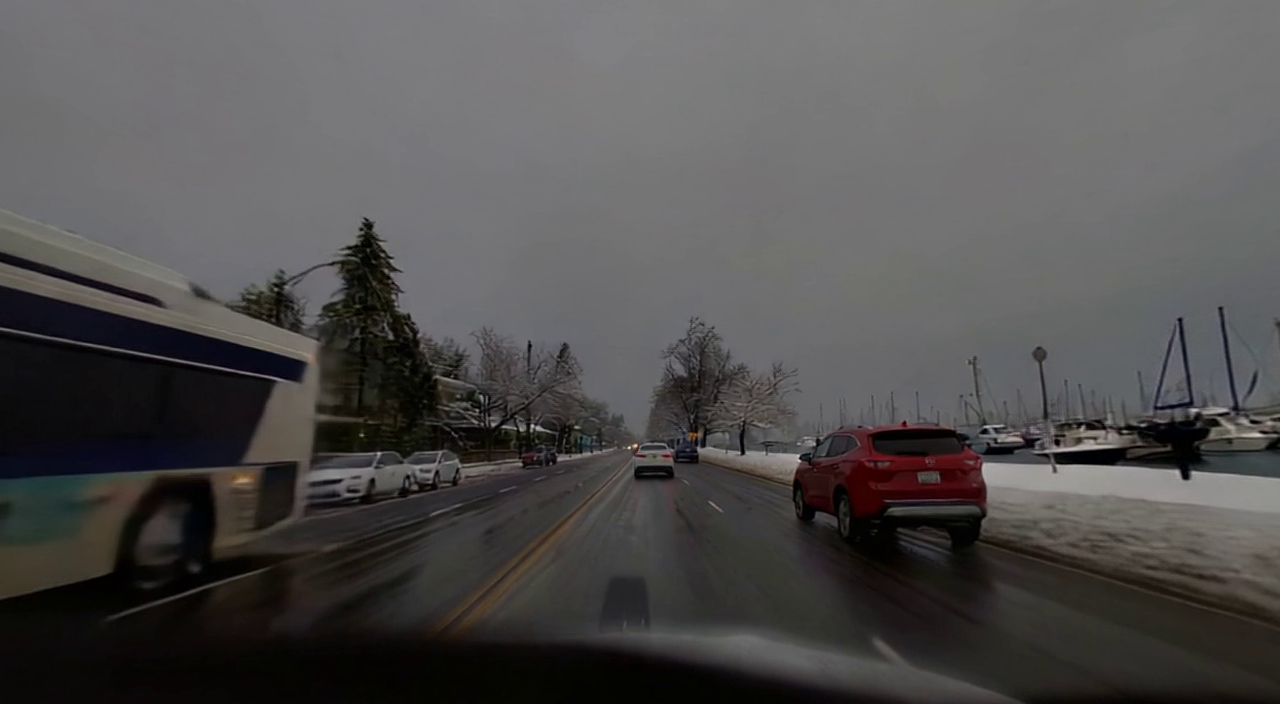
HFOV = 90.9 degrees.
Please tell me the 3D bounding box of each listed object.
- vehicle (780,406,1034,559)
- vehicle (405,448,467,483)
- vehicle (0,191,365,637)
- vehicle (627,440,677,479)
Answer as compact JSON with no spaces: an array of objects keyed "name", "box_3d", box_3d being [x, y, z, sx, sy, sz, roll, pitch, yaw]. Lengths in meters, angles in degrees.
[{"name":"vehicle","box_3d":[3.699,1.897,9.827,2.000,1.809,4.405,0,-9,0]},{"name":"vehicle","box_3d":[-10.138,5.632,31.570,1.701,1.528,3.881,-1,-8,1]},{"name":"vehicle","box_3d":[-6.303,0.717,6.422,2.781,3.405,8.989,-1,-9,1]},{"name":"vehicle","box_3d":[0.497,4.876,28.771,2.132,1.632,3.838,0,-9,0]}]
